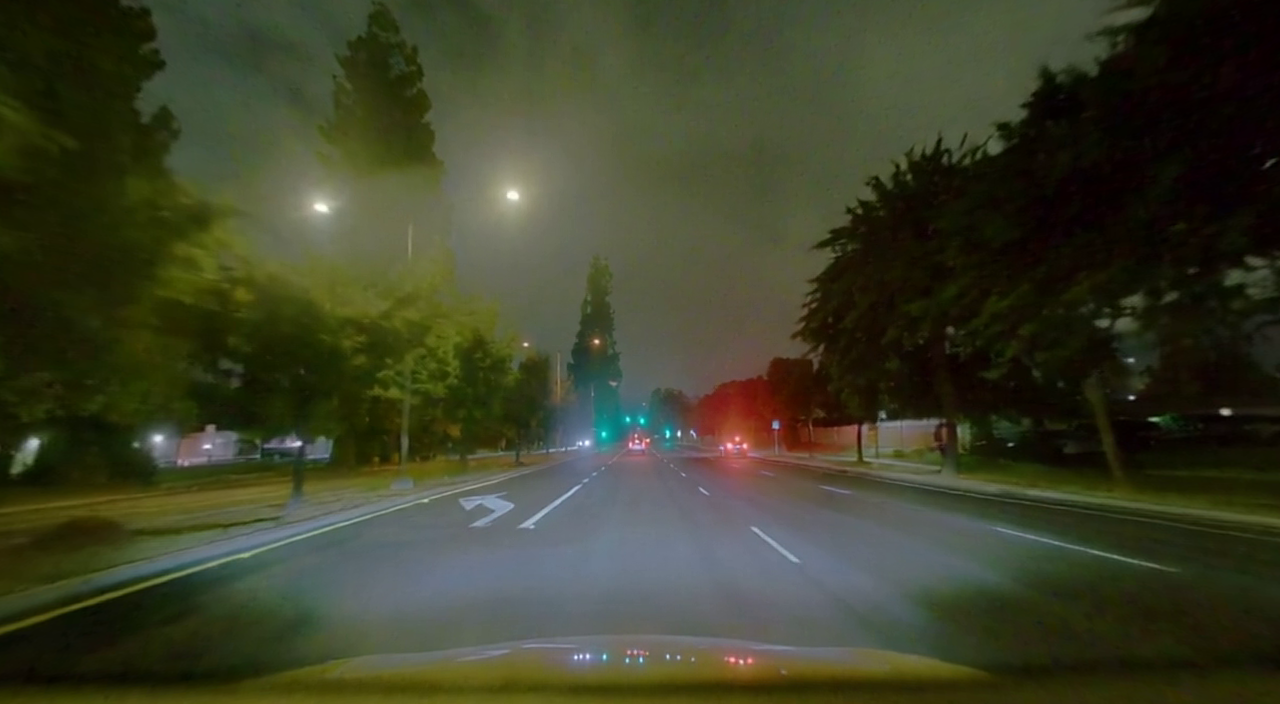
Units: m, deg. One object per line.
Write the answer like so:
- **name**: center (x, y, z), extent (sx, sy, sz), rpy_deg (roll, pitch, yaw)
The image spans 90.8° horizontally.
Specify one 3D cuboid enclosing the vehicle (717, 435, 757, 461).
- **vehicle**: center (6.682, 6.661, 43.873), extent (2.011, 1.710, 4.357), rpy_deg (0, -9, -1)
